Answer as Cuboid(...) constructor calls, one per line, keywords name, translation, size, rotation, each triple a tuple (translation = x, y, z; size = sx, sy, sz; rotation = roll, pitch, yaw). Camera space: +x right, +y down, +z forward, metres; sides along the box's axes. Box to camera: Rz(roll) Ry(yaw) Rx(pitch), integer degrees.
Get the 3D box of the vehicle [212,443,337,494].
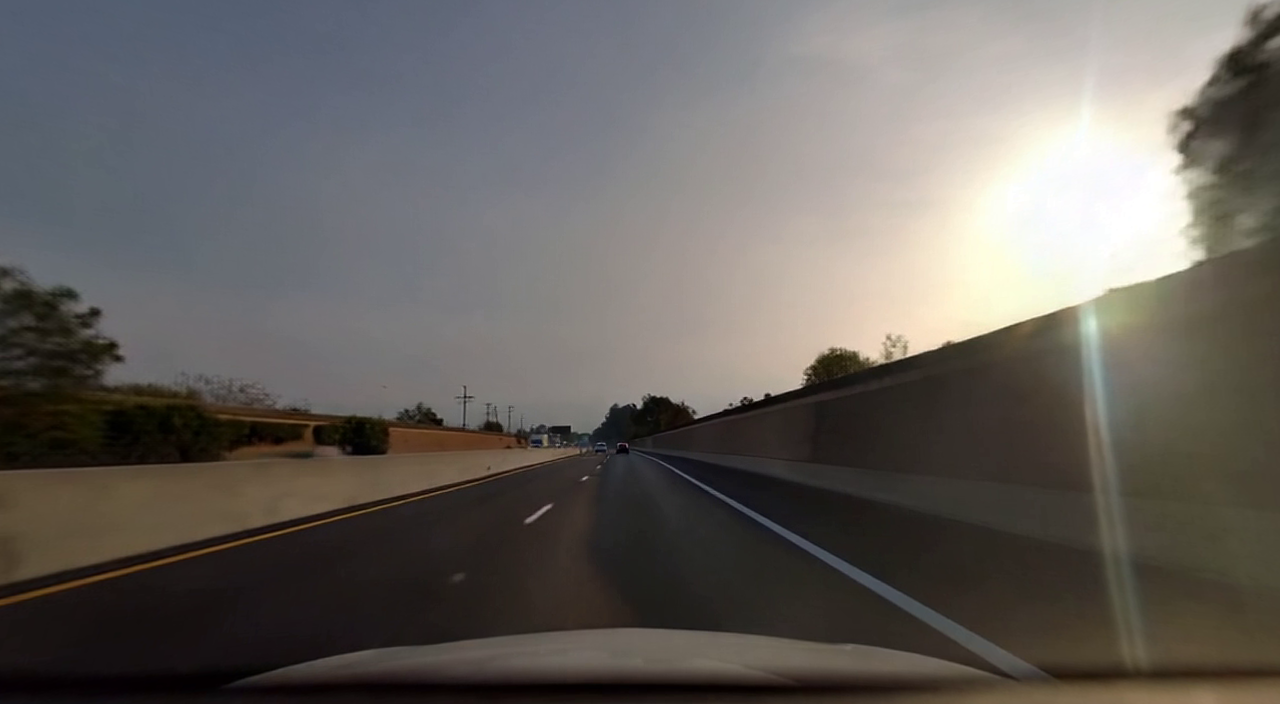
Cuboid(name="vehicle", translation=(-13.082, 4.162, 22.822), size=(1.996, 1.607, 4.589), rotation=(0, -9, -3))
